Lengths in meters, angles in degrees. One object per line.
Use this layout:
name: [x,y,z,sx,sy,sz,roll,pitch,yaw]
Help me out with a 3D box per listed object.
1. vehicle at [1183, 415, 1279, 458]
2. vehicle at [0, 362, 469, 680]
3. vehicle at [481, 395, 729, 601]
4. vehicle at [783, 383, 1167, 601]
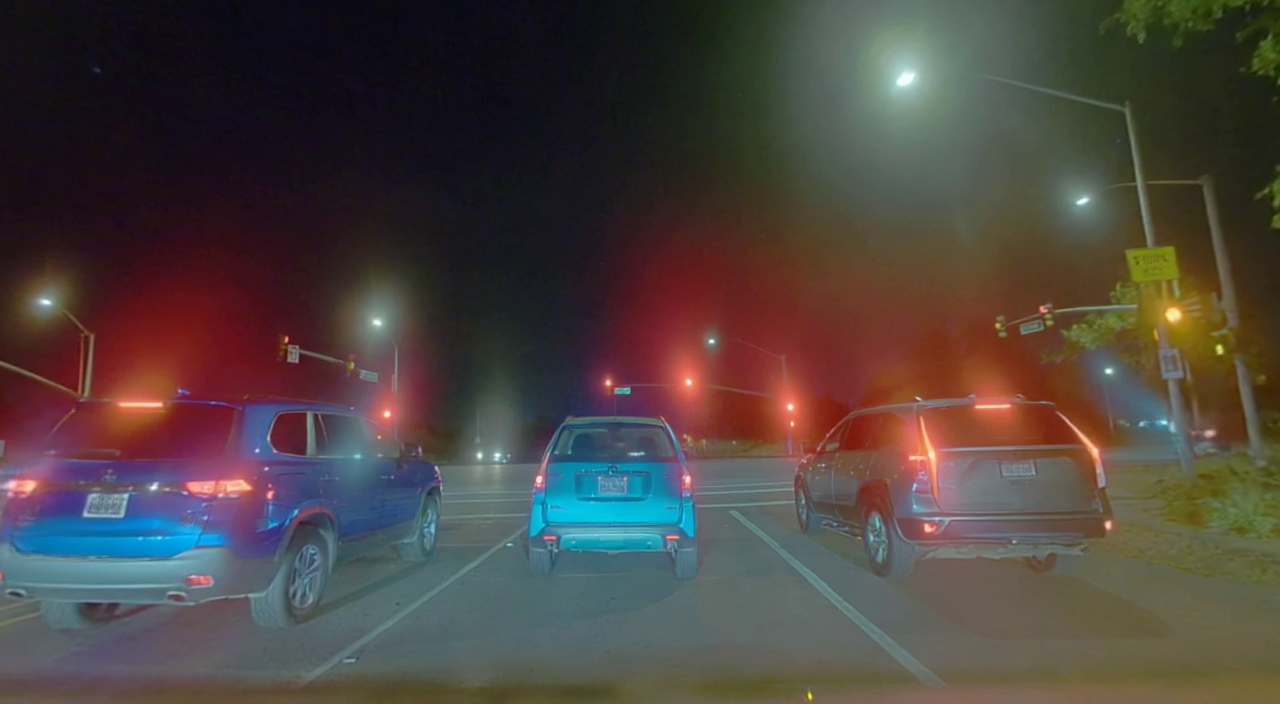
vehicle: [27.761,3.828,28.391,4.535,1.872,1.975,0,-9,3]
vehicle: [-3.276,1.281,5.882,2.047,1.810,4.414,0,-8,1]
vehicle: [-0.239,1.512,7.321,2.067,1.702,3.987,0,-8,2]
vehicle: [3.271,1.483,7.515,2.083,1.779,4.532,0,-8,0]
